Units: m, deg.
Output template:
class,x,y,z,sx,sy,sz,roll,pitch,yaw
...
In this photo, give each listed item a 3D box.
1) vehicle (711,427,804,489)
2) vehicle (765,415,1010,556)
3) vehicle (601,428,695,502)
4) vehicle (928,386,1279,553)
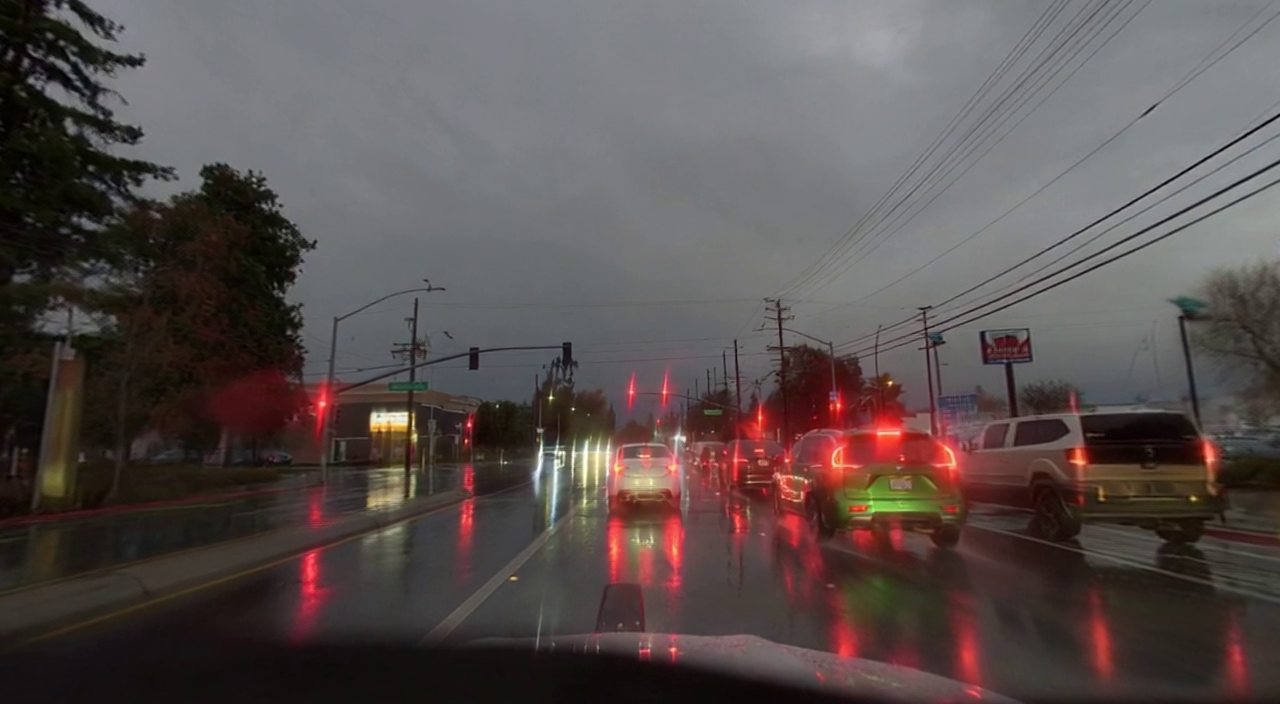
class,x,y,z,sx,sy,sz,roll,pitch,yaw
vehicle,3.704,3.452,20.812,2.060,1.789,4.712,0,-9,-1
vehicle,3.316,1.883,9.574,1.998,1.620,4.267,0,-9,1
vehicle,0.191,2.888,16.491,2.149,1.668,3.962,0,-9,0
vehicle,6.679,1.731,9.852,2.080,1.958,4.653,0,-9,-1
